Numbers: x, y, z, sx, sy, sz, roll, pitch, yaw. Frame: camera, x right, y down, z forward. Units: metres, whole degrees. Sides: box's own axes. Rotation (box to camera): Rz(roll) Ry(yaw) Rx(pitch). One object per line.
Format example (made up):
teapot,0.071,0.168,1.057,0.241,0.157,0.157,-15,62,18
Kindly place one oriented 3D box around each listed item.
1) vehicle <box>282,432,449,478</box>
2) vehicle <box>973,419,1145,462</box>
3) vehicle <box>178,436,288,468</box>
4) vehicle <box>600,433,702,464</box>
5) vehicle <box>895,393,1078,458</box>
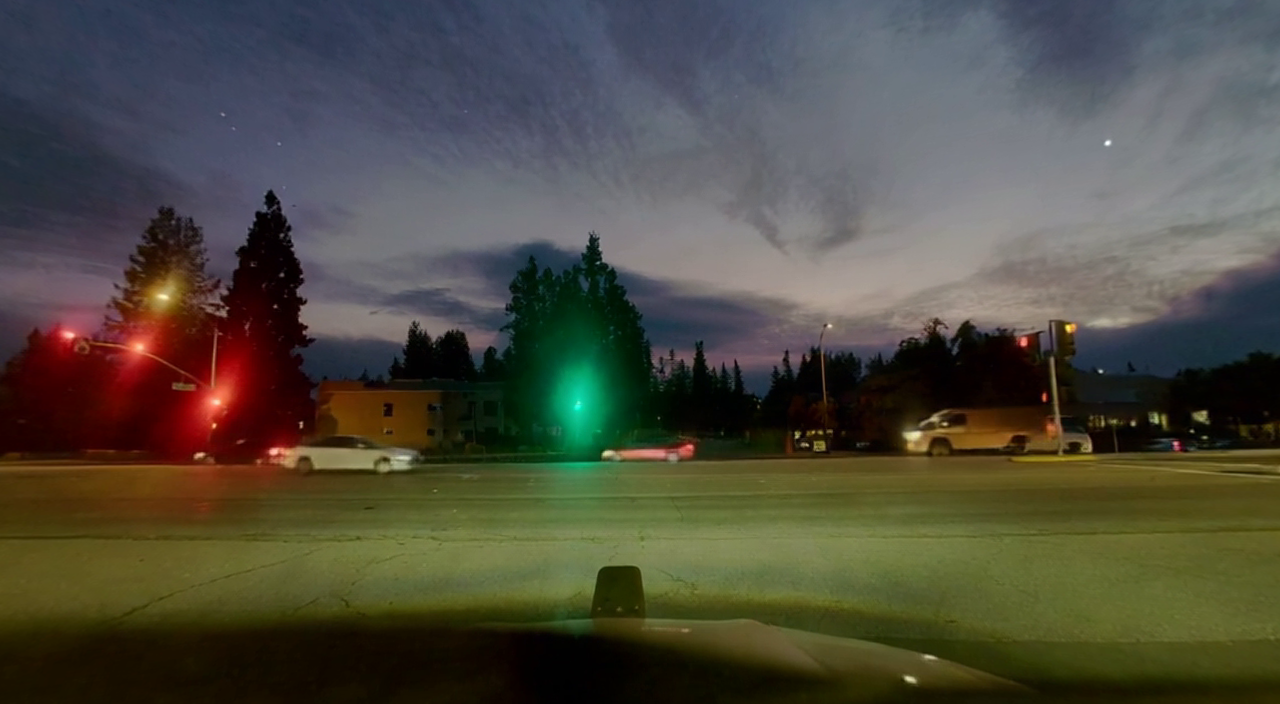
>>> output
vehicle,-9.296,3.505,21.579,4.836,1.445,2.057,-2,-9,10
vehicle,15.020,3.221,22.946,4.749,1.461,1.892,-1,-9,9
vehicle,-21.546,5.308,33.545,4.677,1.593,2.029,-2,-9,10
vehicle,0.589,4.859,31.800,4.860,1.441,1.934,-2,-9,12
vehicle,17.965,3.942,33.327,7.790,3.197,2.653,-2,-9,10
